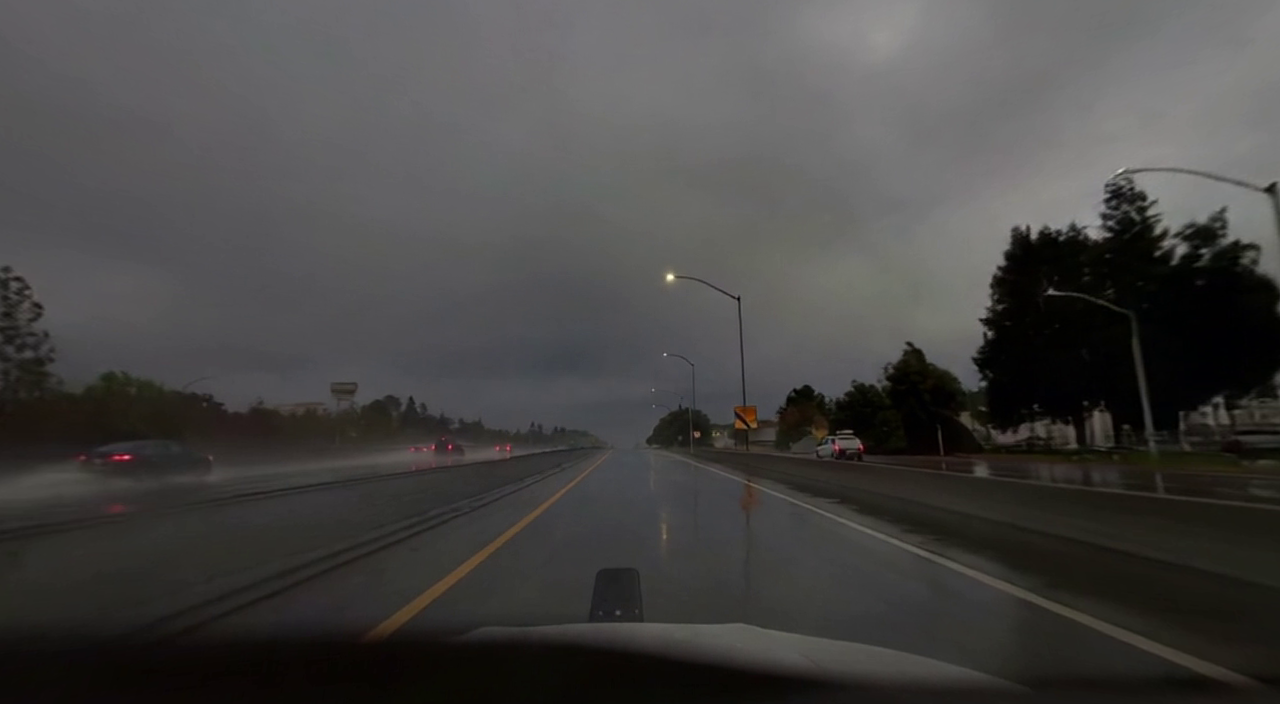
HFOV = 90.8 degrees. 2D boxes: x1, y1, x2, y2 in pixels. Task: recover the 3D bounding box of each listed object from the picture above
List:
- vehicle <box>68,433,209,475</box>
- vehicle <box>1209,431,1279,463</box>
[{"bbox_3d":[-19.917,4.084,25.407,2.068,1.518,4.438,0,-9,-1],"label":"vehicle"},{"bbox_3d":[30.519,4.576,30.450,4.141,1.505,1.972,-1,-9,3],"label":"vehicle"}]
